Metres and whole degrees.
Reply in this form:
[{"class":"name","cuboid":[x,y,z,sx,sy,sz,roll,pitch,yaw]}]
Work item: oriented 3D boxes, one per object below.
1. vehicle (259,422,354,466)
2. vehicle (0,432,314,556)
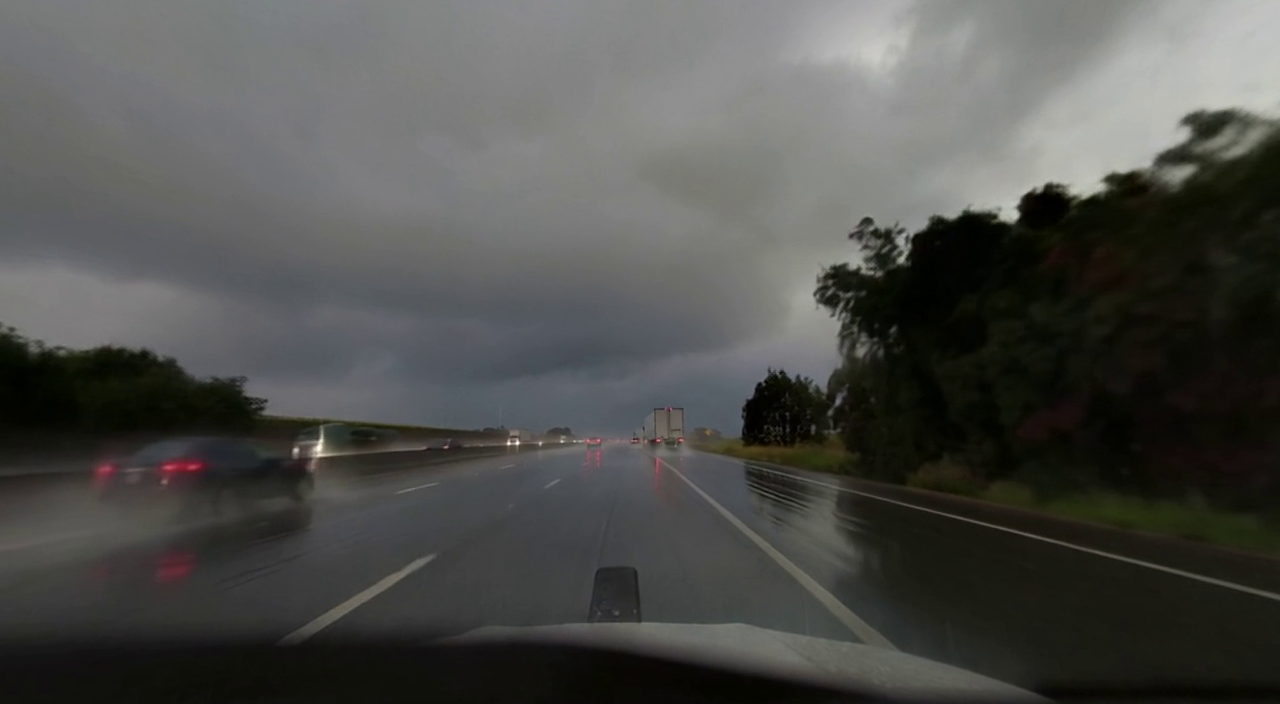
[{"class":"vehicle","cuboid":[-23.752,6.579,45.416,2.828,2.928,7.178,0,-8,1]},{"class":"vehicle","cuboid":[-7.155,1.987,9.732,2.018,1.454,4.290,0,-8,-1]}]
